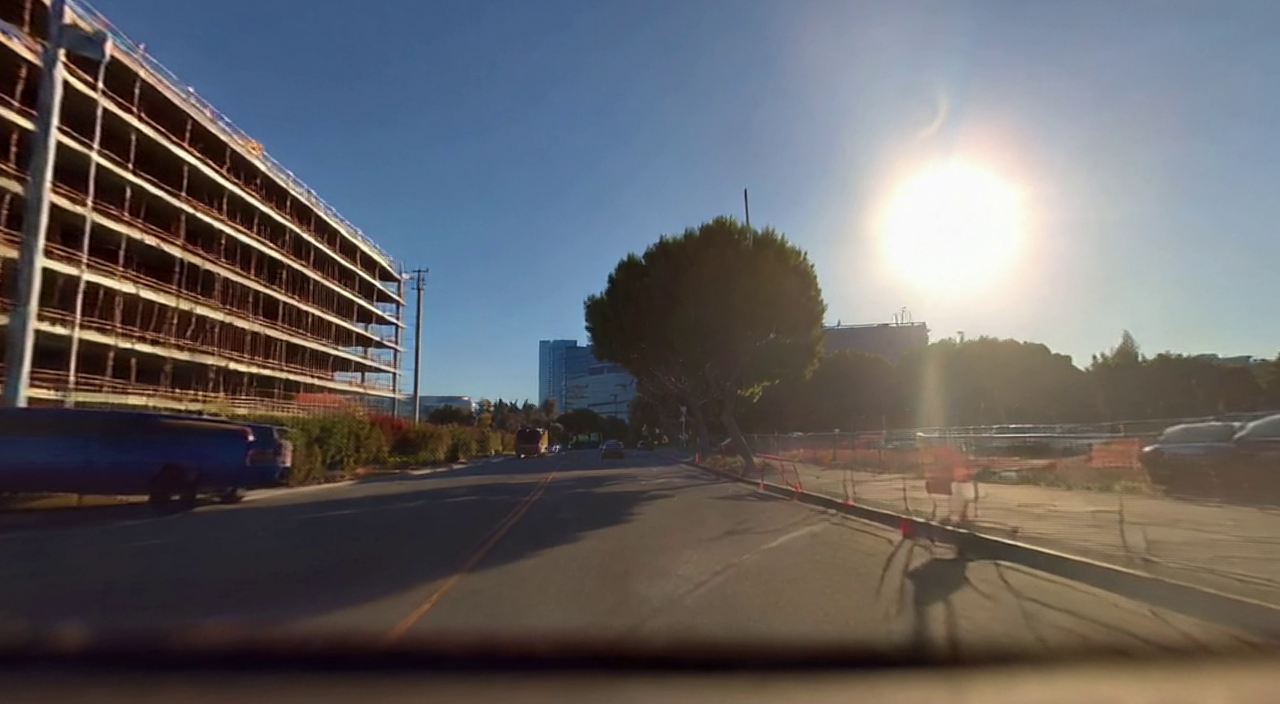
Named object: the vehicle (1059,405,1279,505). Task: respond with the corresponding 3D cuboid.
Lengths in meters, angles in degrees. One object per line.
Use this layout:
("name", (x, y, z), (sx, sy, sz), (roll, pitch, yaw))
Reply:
("vehicle", (11.302, 1.991, 12.344), (4.709, 1.745, 2.141), (1, -8, -4))

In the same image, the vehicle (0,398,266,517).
("vehicle", (-14.467, 2.745, 16.724), (7.067, 2.785, 2.980), (2, -8, -11))

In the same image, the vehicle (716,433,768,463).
("vehicle", (6.857, 6.562, 43.236), (2.267, 1.911, 5.816), (1, -8, -4))

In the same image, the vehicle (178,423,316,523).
("vehicle", (-9.013, 2.727, 14.748), (1.515, 2.074, 2.668), (0, -7, -3))
